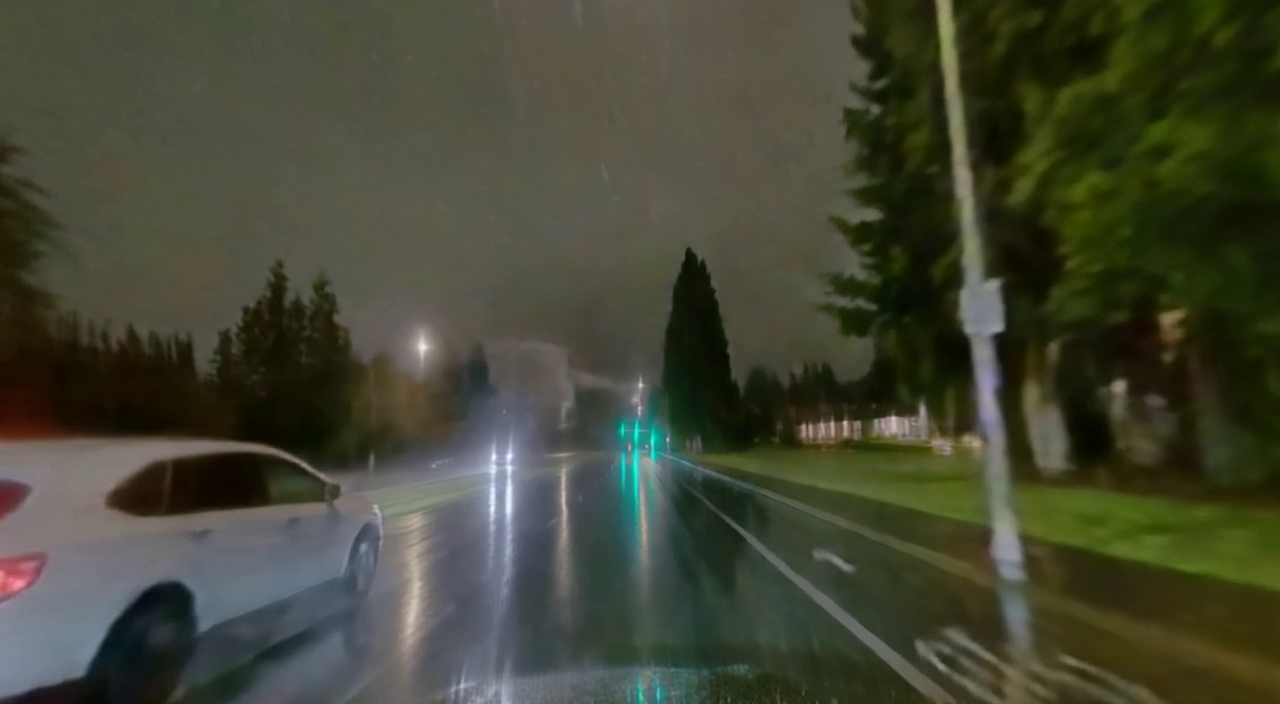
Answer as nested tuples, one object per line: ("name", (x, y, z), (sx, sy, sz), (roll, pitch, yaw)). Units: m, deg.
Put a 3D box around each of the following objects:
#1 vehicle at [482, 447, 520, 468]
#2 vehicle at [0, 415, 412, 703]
("vehicle", (-10.389, 7.915, 47.550), (1.800, 1.449, 4.260), (-1, -8, 2))
("vehicle", (-3.318, 1.218, 3.899), (2.020, 1.478, 4.890), (0, -8, 0))
